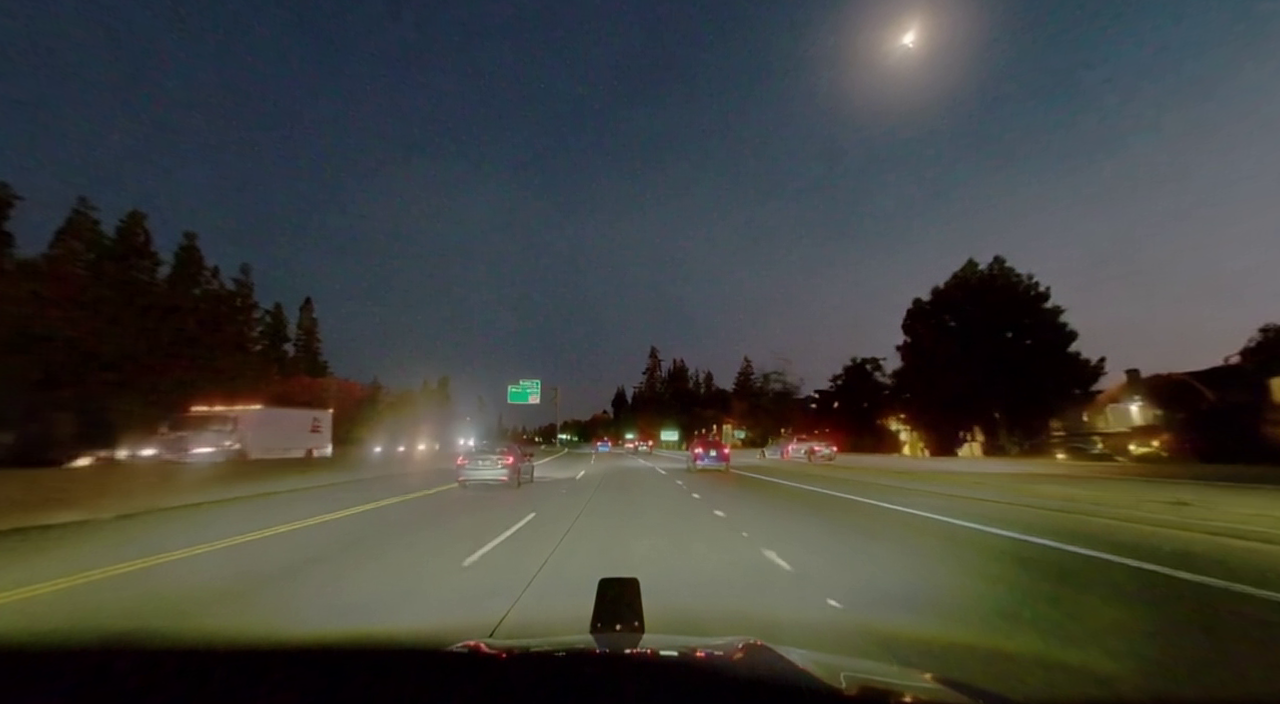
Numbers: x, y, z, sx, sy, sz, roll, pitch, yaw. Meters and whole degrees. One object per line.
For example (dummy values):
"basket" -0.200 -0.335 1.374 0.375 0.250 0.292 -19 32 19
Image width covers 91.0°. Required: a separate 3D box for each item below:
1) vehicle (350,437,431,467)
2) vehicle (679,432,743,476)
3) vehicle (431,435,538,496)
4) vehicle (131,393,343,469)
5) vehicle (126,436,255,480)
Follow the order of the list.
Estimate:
"vehicle" -12.833 5.192 32.762 2.295 1.425 4.766 0 -9 0
"vehicle" 2.896 4.285 26.679 2.092 1.686 4.188 0 -9 -2
"vehicle" -4.316 3.228 18.245 2.036 1.528 4.400 0 -9 -1
"vehicle" -21.047 4.487 34.606 3.877 3.400 12.662 1 -9 -3
"vehicle" -16.092 3.819 22.827 1.640 1.407 4.050 0 -9 0
